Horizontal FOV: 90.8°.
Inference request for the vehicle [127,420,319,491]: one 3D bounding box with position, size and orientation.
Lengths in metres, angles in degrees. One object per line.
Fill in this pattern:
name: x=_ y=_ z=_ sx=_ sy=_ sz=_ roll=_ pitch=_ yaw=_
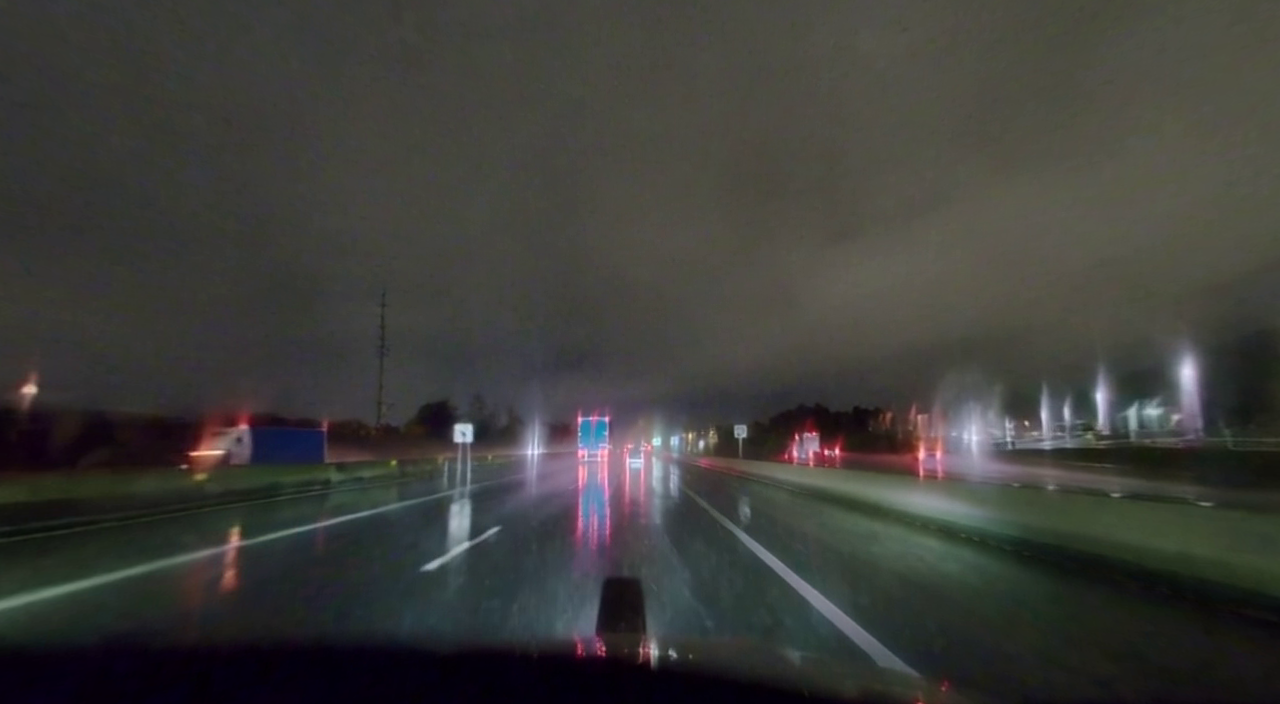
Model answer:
vehicle: x=-24.219 y=6.184 z=38.167 sx=2.973 sy=3.482 sz=12.931 roll=0 pitch=-9 yaw=-1
